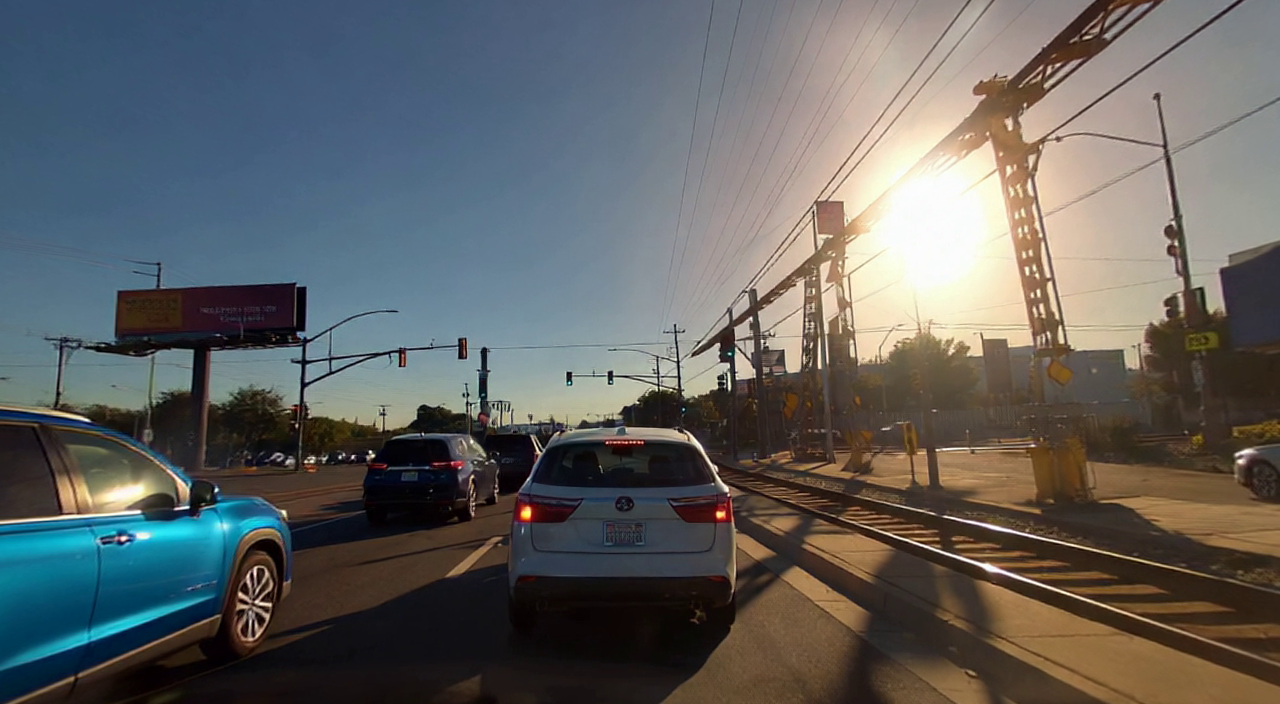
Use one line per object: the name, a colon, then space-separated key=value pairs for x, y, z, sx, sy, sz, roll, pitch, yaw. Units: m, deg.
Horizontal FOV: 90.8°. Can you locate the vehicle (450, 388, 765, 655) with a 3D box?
vehicle: x=-0.212 y=1.371 z=5.990 sx=2.025 sy=1.723 sz=3.644 roll=0 pitch=-9 yaw=0

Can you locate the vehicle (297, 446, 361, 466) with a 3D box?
vehicle: x=-24.193 y=8.065 z=49.086 sx=4.357 sy=1.444 sz=1.842 roll=-3 pitch=-9 yaw=19

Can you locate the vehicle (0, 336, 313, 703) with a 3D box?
vehicle: x=-3.931 y=0.862 z=2.969 sx=2.052 sy=1.814 sz=5.184 roll=0 pitch=-9 yaw=-1

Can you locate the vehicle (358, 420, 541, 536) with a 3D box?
vehicle: x=-3.145 y=2.183 z=11.506 sx=1.988 sy=1.678 sz=4.317 roll=0 pitch=-9 yaw=0

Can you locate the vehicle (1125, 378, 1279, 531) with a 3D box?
vehicle: x=9.615 y=1.312 z=8.182 sx=5.060 sy=1.702 sz=2.033 roll=1 pitch=-9 yaw=-4
